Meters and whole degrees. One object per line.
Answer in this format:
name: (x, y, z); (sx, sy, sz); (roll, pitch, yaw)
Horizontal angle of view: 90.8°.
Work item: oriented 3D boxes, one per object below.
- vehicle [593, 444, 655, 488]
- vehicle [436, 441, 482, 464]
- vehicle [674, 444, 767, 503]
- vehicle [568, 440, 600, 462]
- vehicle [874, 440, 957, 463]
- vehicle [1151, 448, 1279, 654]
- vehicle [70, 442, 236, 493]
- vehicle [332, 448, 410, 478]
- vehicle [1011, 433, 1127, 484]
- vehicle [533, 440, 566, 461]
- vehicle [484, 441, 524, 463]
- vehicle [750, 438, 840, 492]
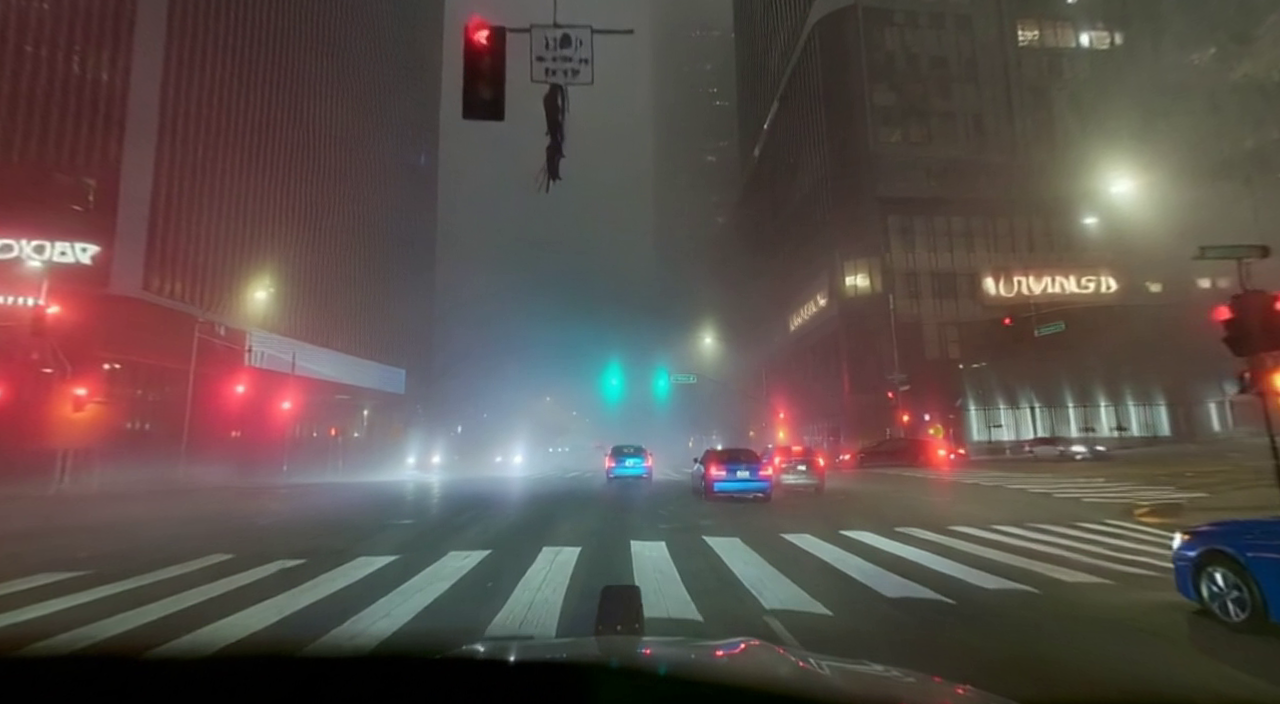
vehicle: (-0.599, 4.171, 23.484); (2.096, 1.457, 4.160); (0, -9, -1)
vehicle: (-13.213, 7.369, 46.338); (2.048, 1.609, 4.477); (0, -9, 0)
vehicle: (2.210, 3.484, 18.580); (1.987, 1.484, 4.427); (0, -9, -2)
vehicle: (-4.310, 7.701, 49.491); (2.113, 1.564, 4.359); (-2, -8, 0)
vehicle: (18.935, 6.840, 43.501); (4.862, 1.495, 1.956); (1, -9, -7)
vehicle: (5.653, 1.253, 3.350); (1.914, 1.484, 4.639); (0, -9, -1)
vehicle: (-16.445, 3.910, 21.745); (1.877, 1.508, 4.760); (0, -9, 0)
vehicle: (-12.960, 5.360, 30.762); (1.939, 1.326, 4.340); (0, -9, 0)
vehicle: (16.795, 4.124, 24.674); (4.640, 1.794, 2.008); (6, -11, -34)
vehicle: (-7.108, 7.797, 49.902); (2.009, 1.488, 4.277); (-2, -8, -1)
vehicle: (-10.216, 7.531, 47.720); (1.965, 1.527, 4.703); (0, -9, 0)
vehicle: (5.472, 4.040, 22.950); (2.015, 1.745, 4.444); (0, -9, -2)
